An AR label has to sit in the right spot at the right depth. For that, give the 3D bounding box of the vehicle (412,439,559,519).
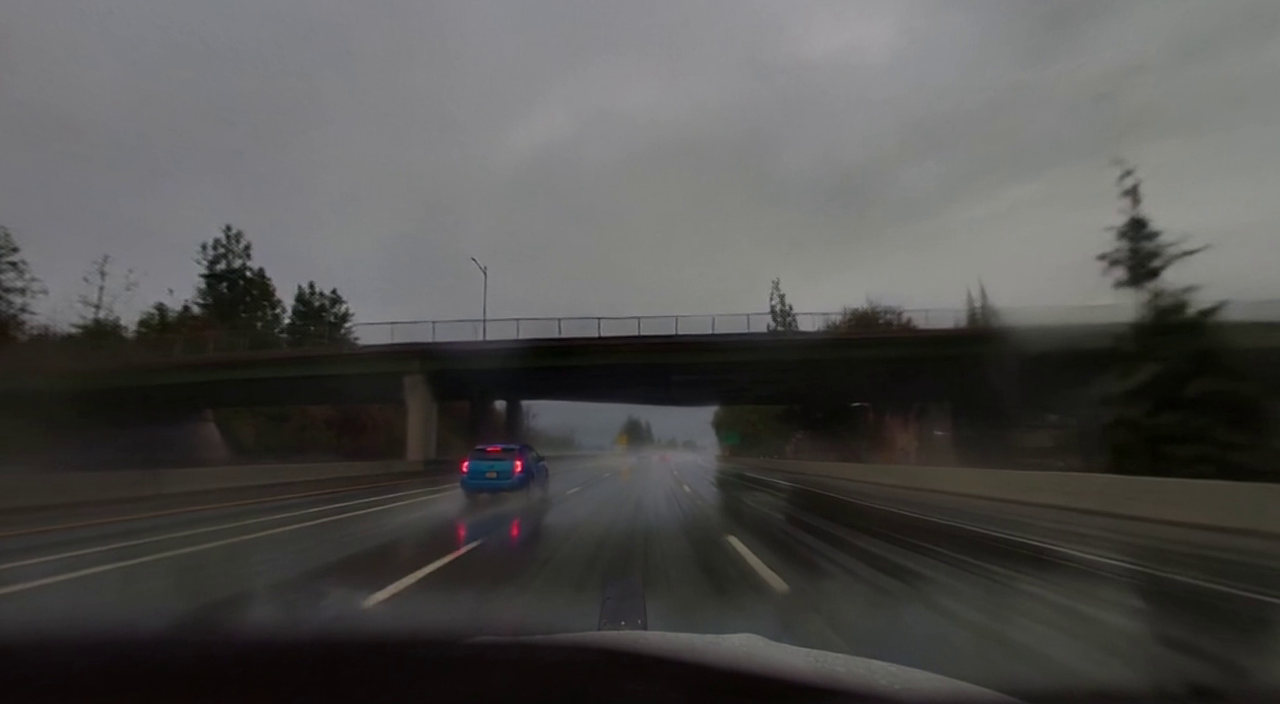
[{"bbox_3d":[-3.517,3.016,15.512,2.274,1.628,4.807,-1,-9,2],"label":"vehicle"}]
